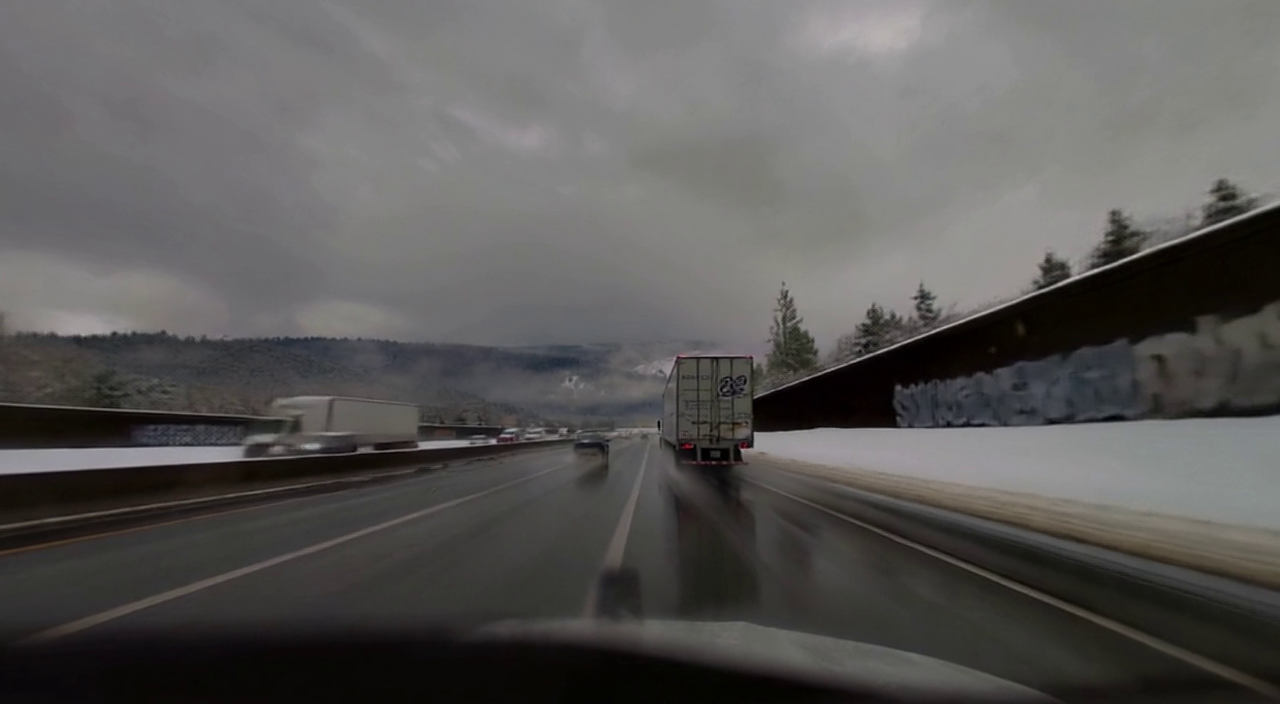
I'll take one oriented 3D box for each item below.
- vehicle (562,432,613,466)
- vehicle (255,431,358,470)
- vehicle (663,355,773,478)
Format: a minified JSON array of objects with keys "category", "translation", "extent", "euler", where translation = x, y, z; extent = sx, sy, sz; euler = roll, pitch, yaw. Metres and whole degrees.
[{"category":"vehicle","translation":[-2.503,4.741,31.054],"extent":[1.982,1.535,4.519],"euler":[0,-8,2]},{"category":"vehicle","translation":[-12.965,3.835,24.803],"extent":[1.812,1.402,4.019],"euler":[0,-8,1]},{"category":"vehicle","translation":[2.588,2.700,24.739],"extent":[2.921,3.765,10.773],"euler":[0,-8,0]}]
